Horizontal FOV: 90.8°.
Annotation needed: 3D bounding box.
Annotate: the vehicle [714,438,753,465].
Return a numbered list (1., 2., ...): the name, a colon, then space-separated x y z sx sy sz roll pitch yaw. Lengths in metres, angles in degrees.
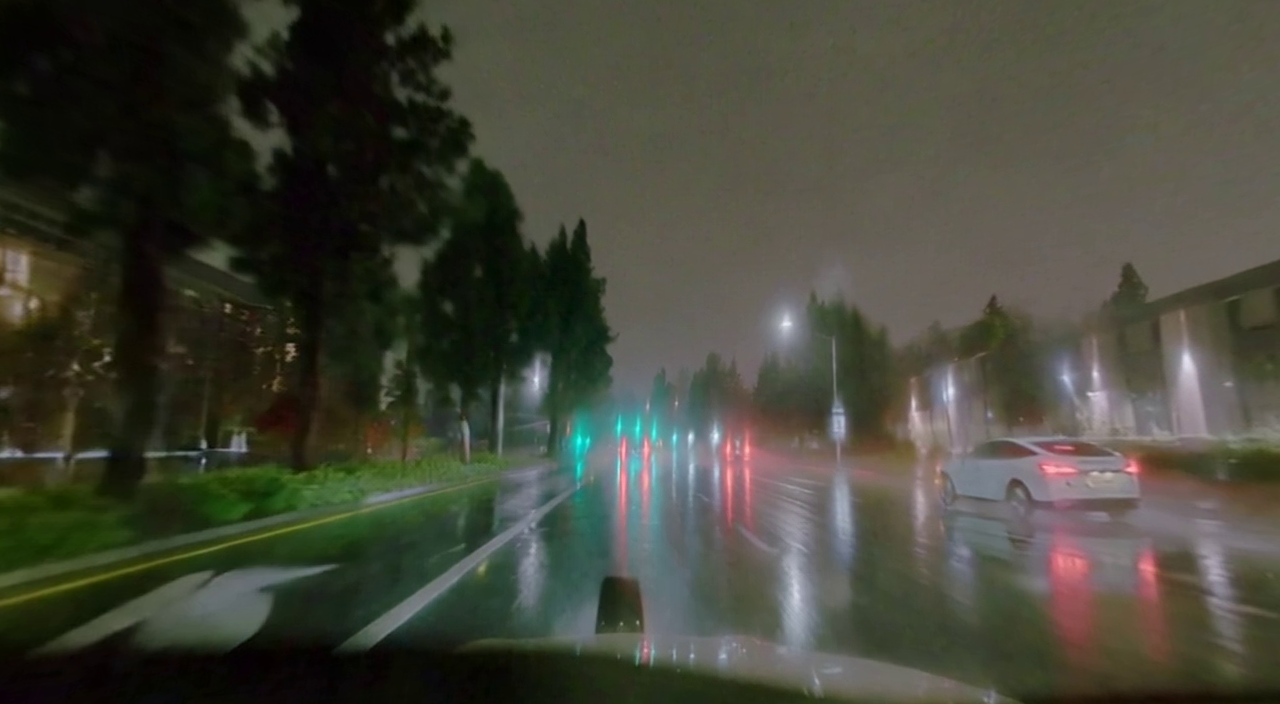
1. vehicle: 6.695 7.183 45.827 2.026 1.804 4.565 0 -8 -1

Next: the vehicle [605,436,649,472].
1. vehicle: -0.651 5.414 33.793 2.193 1.794 4.457 0 -8 0

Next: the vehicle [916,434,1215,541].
1. vehicle: 6.968 2.235 11.134 2.139 1.471 4.393 0 -8 -1
